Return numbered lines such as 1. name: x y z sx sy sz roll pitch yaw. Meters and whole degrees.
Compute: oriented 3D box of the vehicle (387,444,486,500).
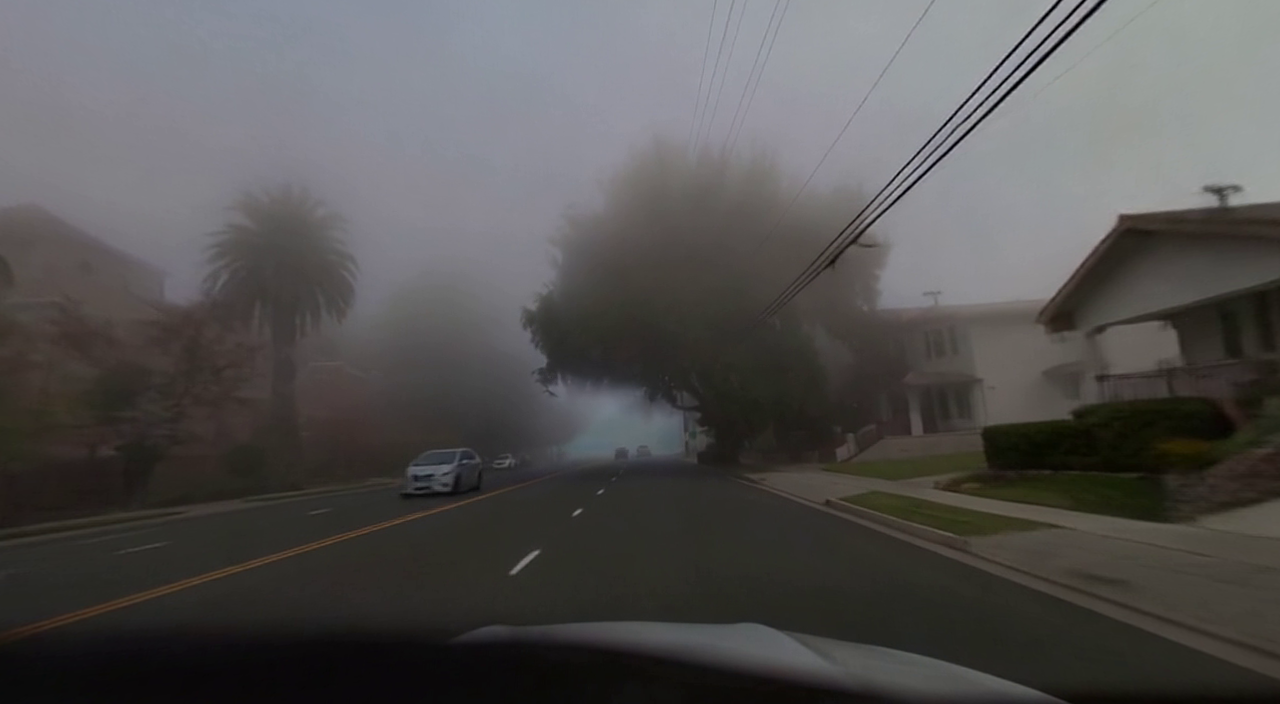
1. vehicle: -7.227 4.265 22.996 1.992 1.802 4.602 -1 -8 1
